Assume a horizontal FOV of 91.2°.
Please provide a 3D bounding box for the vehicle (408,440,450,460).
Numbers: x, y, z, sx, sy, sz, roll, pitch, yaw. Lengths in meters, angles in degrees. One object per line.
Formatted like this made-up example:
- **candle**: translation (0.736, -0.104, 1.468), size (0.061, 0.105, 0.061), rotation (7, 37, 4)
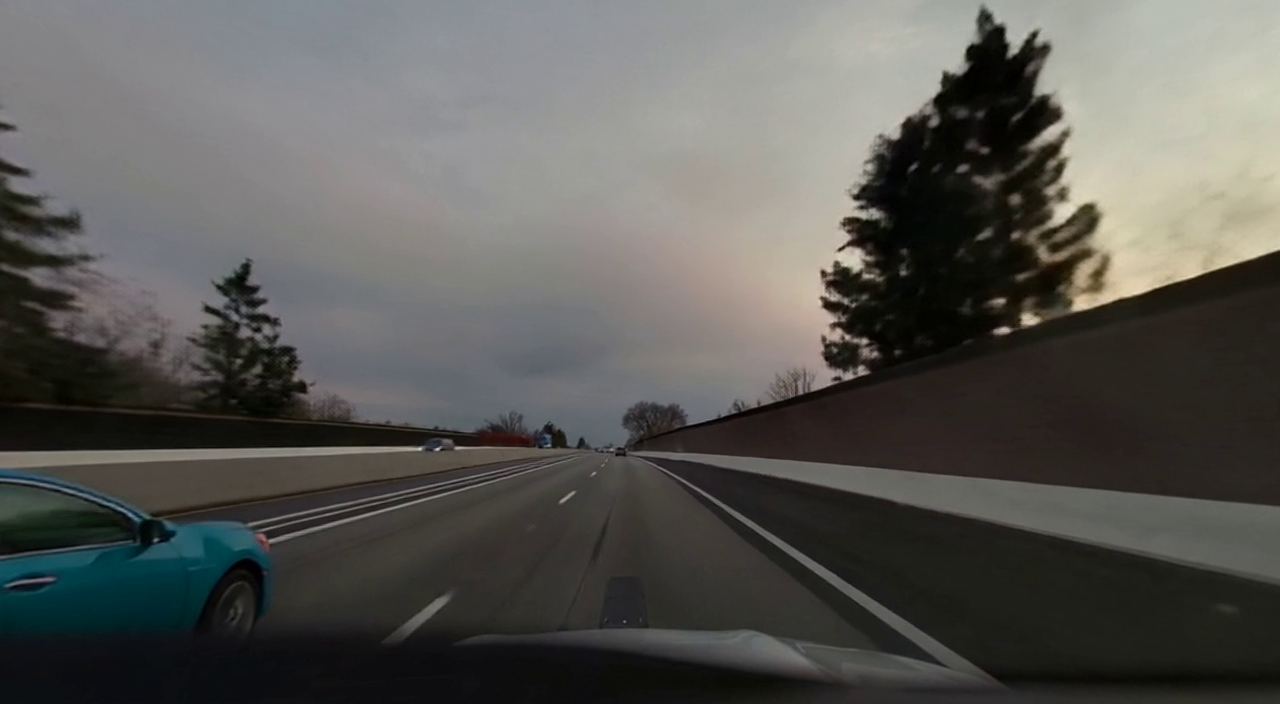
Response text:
- **vehicle**: translation (-16.523, 7.725, 49.393), size (1.815, 1.497, 4.437), rotation (0, -9, -1)
